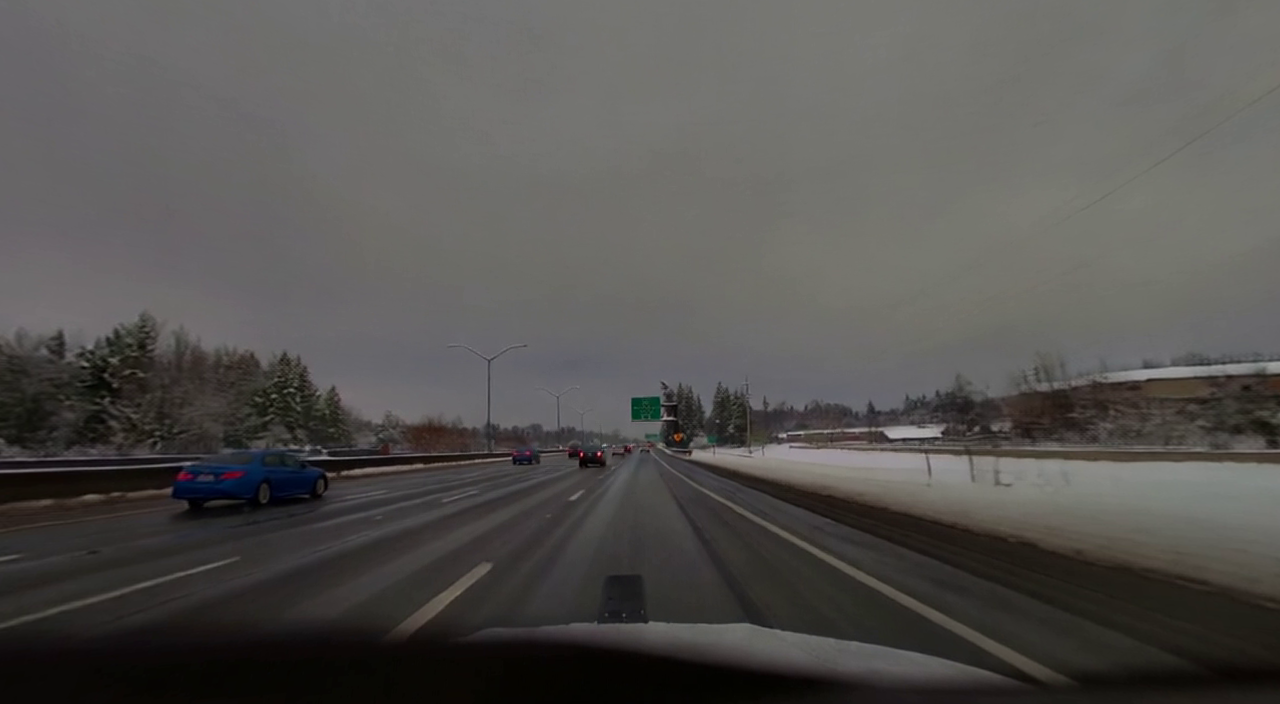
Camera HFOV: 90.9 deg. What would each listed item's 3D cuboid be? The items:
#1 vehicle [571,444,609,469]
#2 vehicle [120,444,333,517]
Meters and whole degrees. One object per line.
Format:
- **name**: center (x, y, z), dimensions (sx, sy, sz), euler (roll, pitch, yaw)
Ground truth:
- **vehicle**: center (-3.174, 6.753, 41.039), dimensions (2.050, 1.479, 4.342), euler (0, -8, 1)
- **vehicle**: center (-9.967, 3.077, 15.819), dimensions (2.002, 1.526, 4.822), euler (0, -8, 1)
